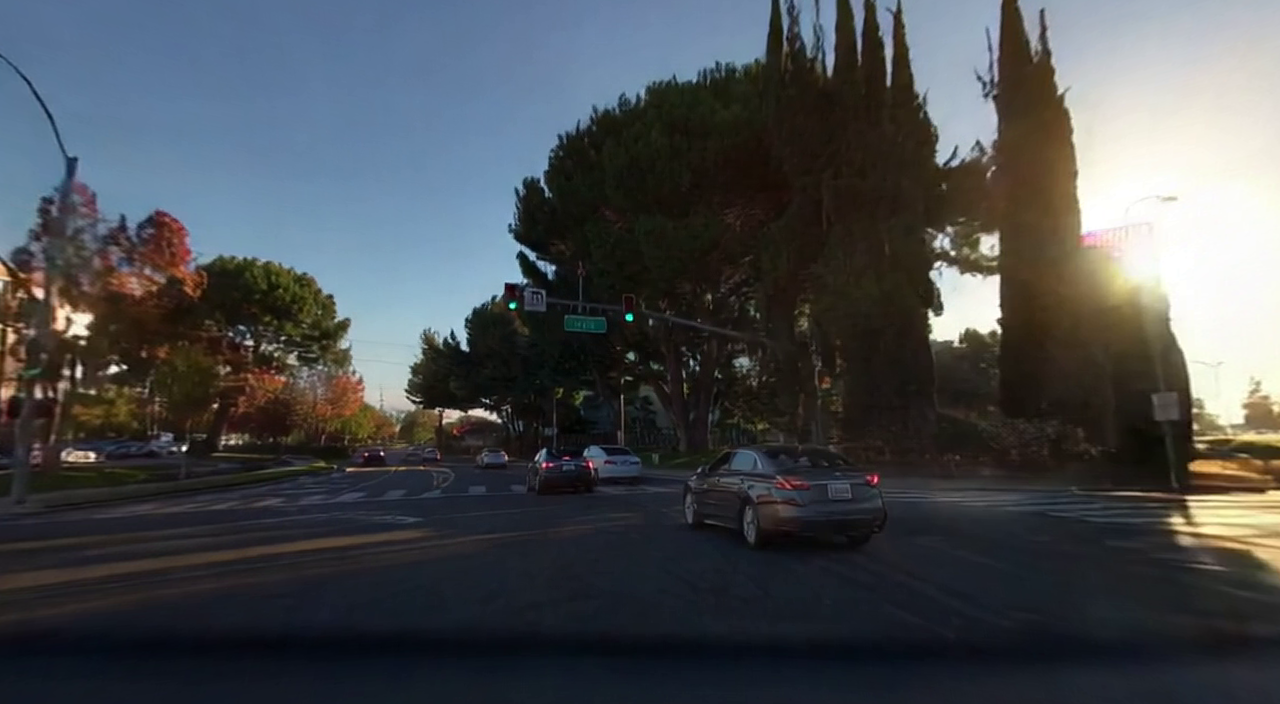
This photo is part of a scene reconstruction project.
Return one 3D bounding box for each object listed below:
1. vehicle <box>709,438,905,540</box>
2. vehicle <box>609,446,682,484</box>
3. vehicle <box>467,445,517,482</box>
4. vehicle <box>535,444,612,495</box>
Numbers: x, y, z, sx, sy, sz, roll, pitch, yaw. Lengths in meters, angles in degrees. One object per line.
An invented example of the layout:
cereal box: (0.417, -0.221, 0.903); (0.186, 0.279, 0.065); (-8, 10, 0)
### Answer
vehicle: (2.748, 2.368, 11.651); (1.984, 1.476, 4.488); (1, -9, -6)
vehicle: (0.119, 4.793, 27.204); (1.957, 1.463, 4.701); (2, -9, -15)
vehicle: (-6.874, 5.133, 29.229); (2.012, 1.492, 4.079); (3, -8, -13)
vehicle: (-2.459, 4.016, 22.080); (2.308, 1.535, 4.811); (2, -9, -10)
